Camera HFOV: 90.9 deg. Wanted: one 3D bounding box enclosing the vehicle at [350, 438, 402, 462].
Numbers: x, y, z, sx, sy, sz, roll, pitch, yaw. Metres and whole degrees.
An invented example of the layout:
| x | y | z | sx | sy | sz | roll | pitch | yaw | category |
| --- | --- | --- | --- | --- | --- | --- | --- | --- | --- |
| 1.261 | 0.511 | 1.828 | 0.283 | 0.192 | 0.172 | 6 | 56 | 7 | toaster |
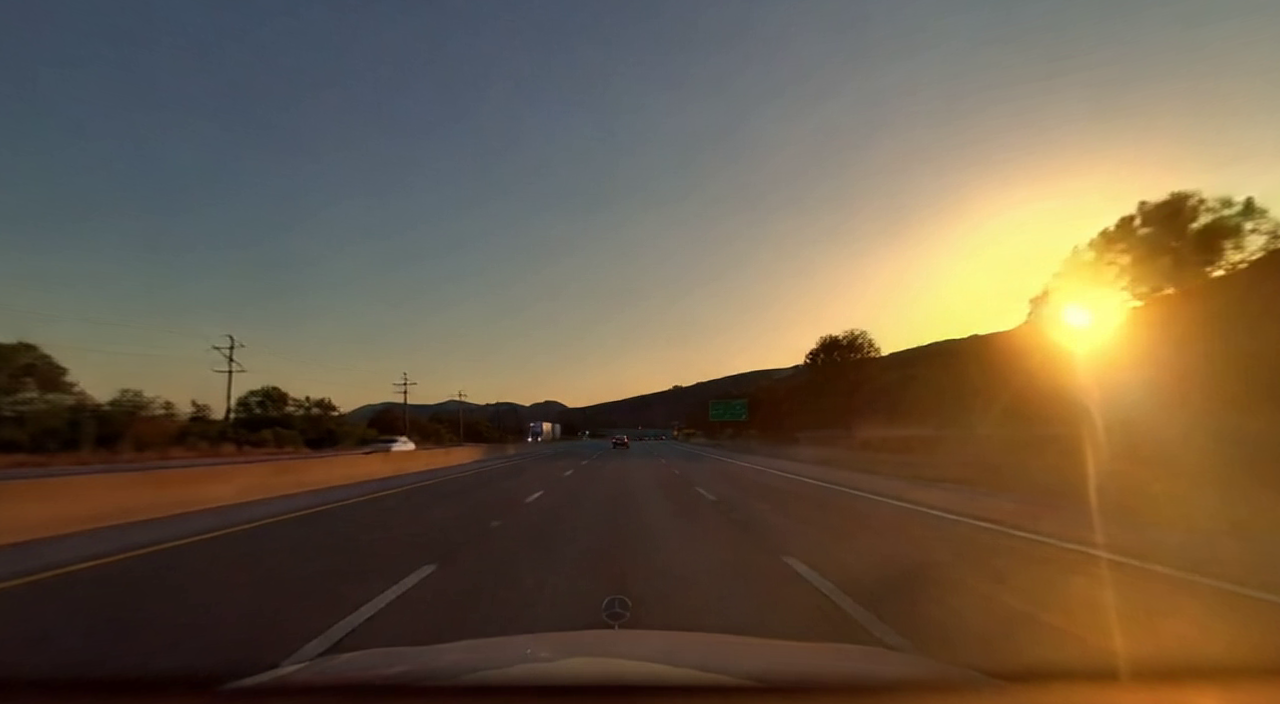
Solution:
| x | y | z | sx | sy | sz | roll | pitch | yaw | category |
| --- | --- | --- | --- | --- | --- | --- | --- | --- | --- |
| -16.737 | 6.200 | 40.079 | 1.775 | 1.467 | 3.649 | 0 | -8 | -1 | vehicle |
